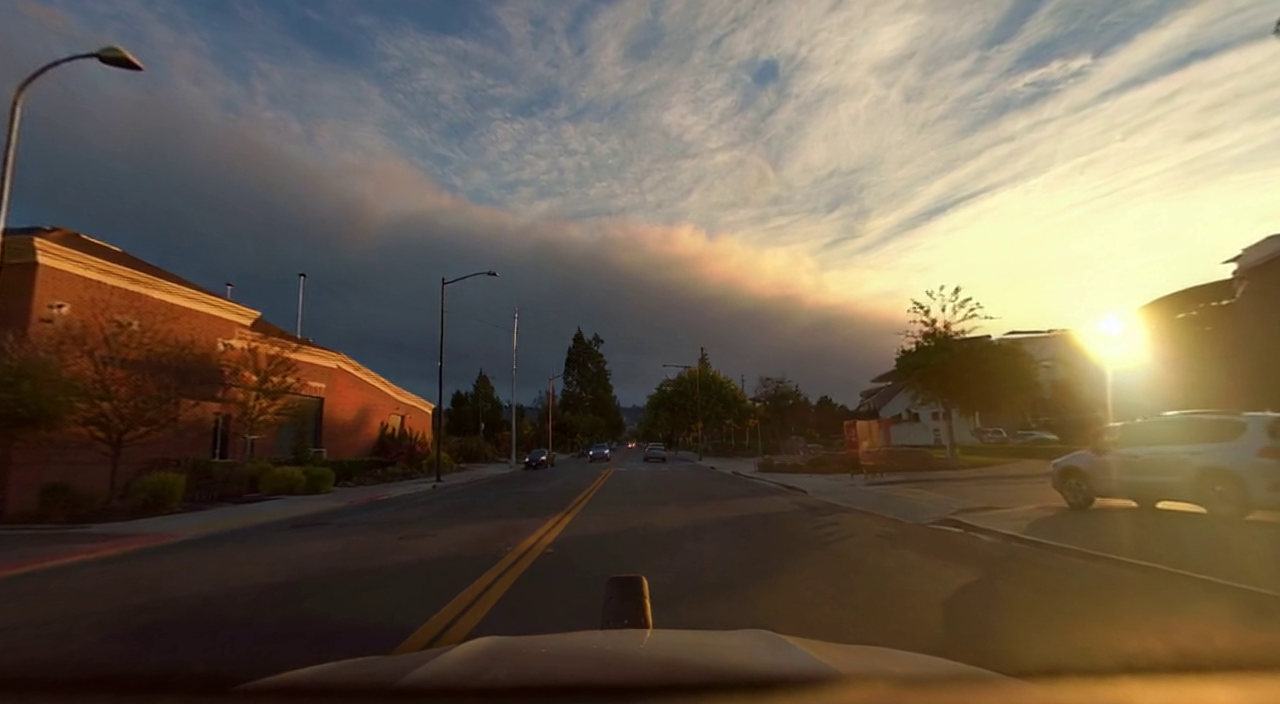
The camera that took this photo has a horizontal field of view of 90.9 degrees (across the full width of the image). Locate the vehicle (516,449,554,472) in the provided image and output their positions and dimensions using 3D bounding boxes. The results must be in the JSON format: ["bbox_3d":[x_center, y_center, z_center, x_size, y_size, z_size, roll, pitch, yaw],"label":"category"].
[{"bbox_3d":[-7.207,7.474,43.720,1.930,1.463,4.195,0,-9,0],"label":"vehicle"}]

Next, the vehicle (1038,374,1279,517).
[{"bbox_3d":[9.208,1.611,10.482,2.018,1.840,4.662,0,-10,-1],"label":"vehicle"}]

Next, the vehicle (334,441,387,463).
[{"bbox_3d":[-21.332,7.644,48.249,1.906,1.596,4.599,0,-9,1],"label":"vehicle"}]
